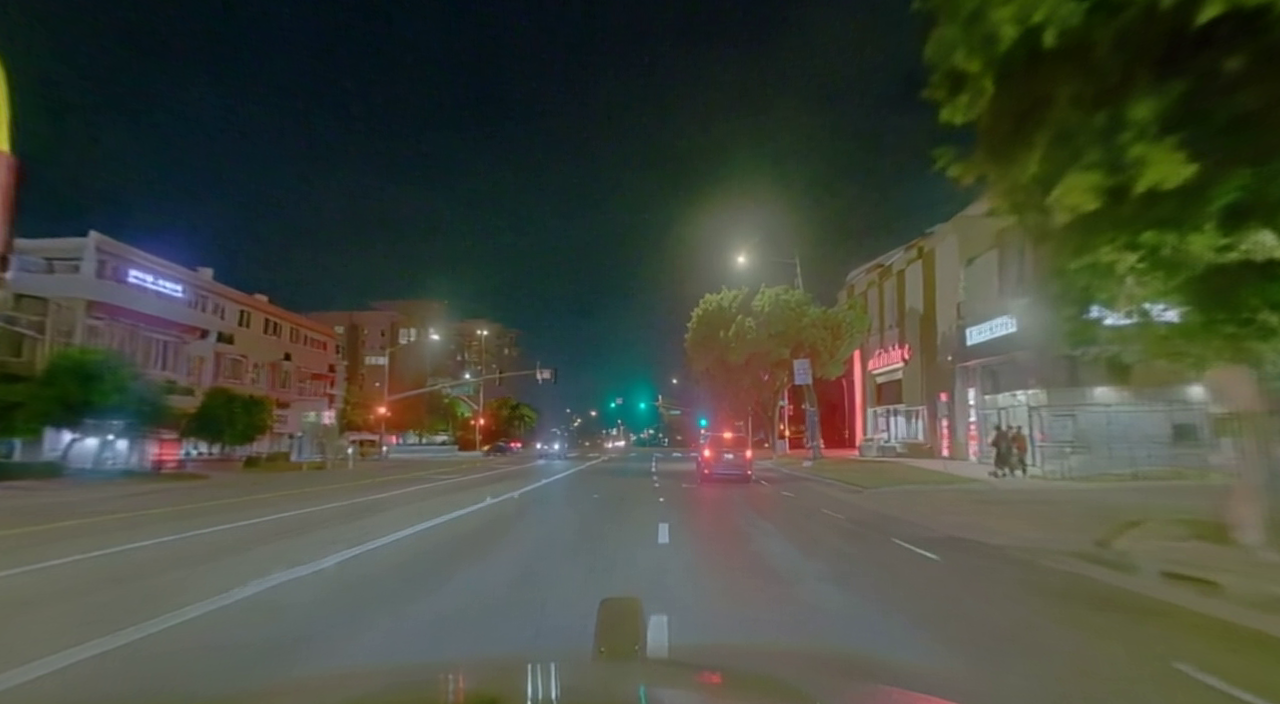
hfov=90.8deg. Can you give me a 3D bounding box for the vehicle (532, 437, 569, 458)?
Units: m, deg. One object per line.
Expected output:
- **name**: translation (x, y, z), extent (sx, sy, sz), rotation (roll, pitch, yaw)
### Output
- **vehicle**: translation (-6.625, 7.094, 47.118), extent (1.924, 1.458, 4.448), rotation (-1, -8, 2)

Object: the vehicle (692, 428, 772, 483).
- **vehicle**: translation (3.027, 3.528, 21.710), extent (2.230, 1.683, 4.204), rotation (0, -8, 2)
